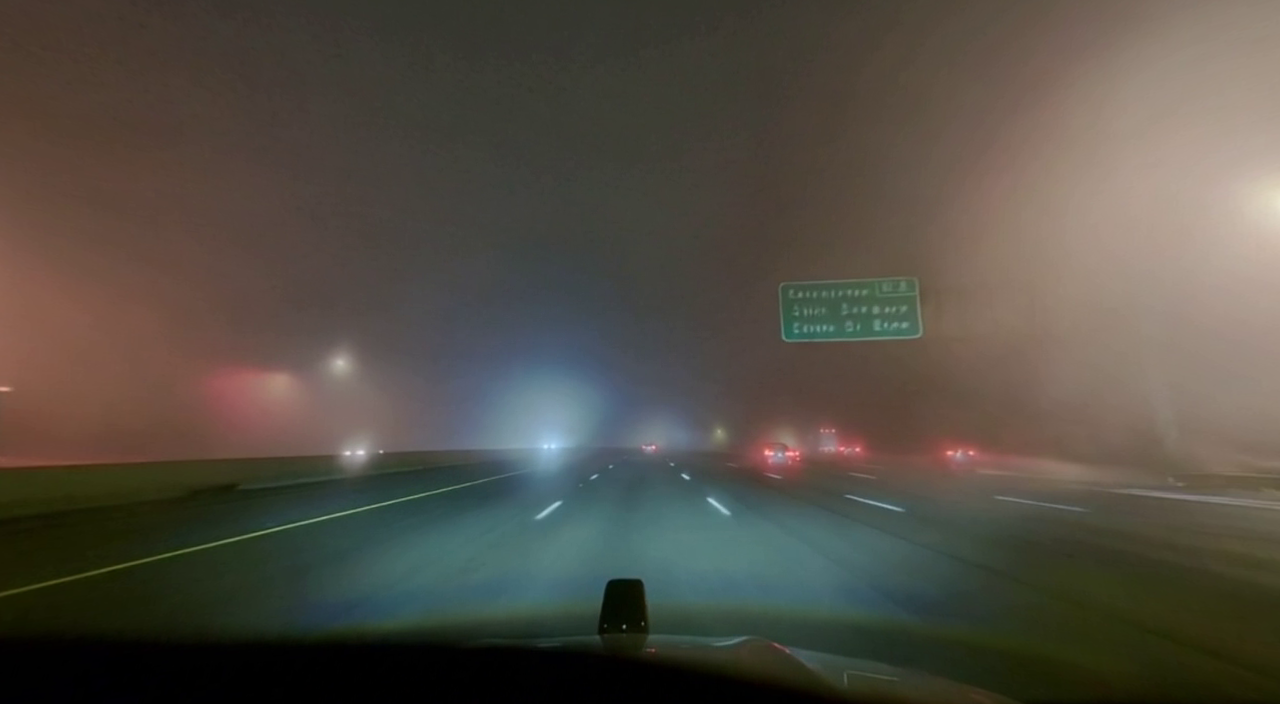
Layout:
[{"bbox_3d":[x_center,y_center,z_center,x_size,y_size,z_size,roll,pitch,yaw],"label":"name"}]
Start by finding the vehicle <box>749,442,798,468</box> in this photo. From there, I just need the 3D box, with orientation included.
[{"bbox_3d":[8.081,6.290,38.597,2.056,1.465,4.304,0,-8,-1],"label":"vehicle"}]
